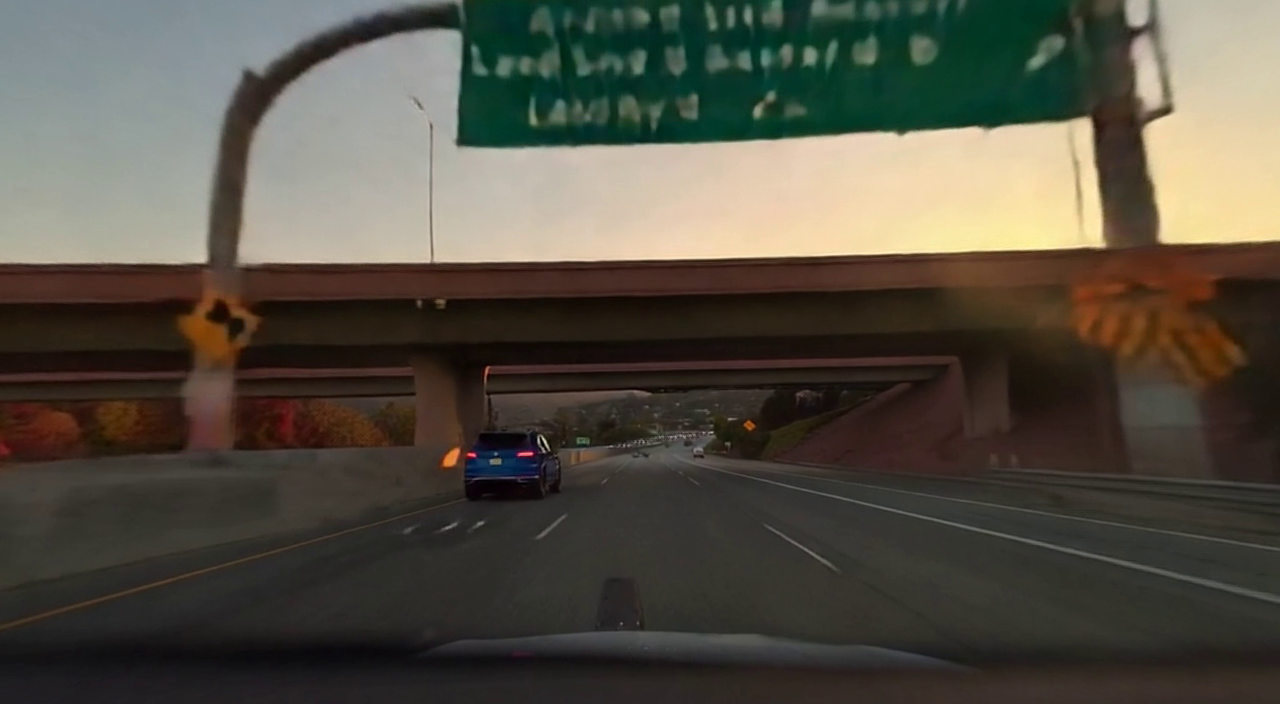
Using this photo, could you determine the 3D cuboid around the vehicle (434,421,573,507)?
[{"bbox_3d":[-3.433,2.992,17.315,2.431,1.928,5.760,0,-9,1],"label":"vehicle"}]
